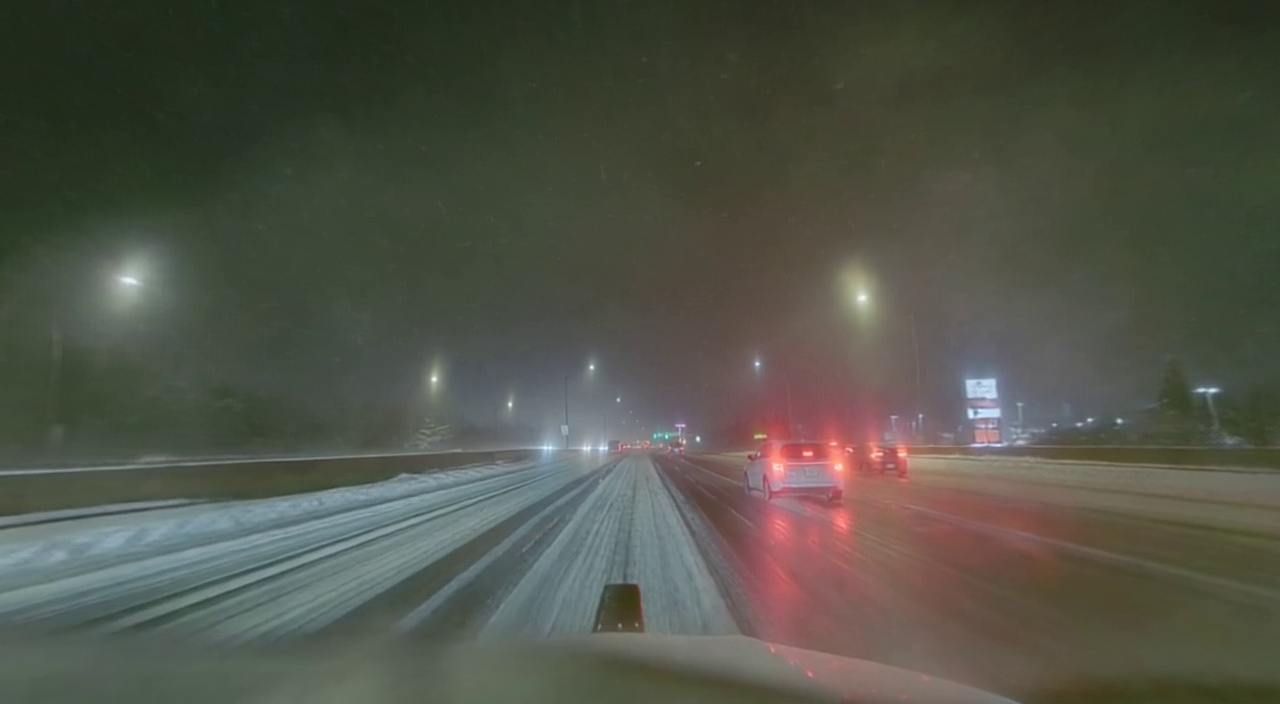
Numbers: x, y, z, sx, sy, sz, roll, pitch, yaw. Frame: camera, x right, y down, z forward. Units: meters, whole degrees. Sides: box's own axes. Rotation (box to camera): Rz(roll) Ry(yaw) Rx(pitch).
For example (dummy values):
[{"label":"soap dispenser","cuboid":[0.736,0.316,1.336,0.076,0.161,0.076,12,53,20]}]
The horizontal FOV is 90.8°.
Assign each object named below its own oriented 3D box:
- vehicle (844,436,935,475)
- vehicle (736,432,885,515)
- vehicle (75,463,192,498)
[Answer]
[{"label":"vehicle","cuboid":[10.487,4.387,26.959,2.019,1.529,4.385,0,-8,-1]},{"label":"vehicle","cuboid":[3.435,2.528,13.634,1.961,1.504,4.094,0,-8,-1]},{"label":"vehicle","cuboid":[-25.280,6.393,31.767,1.973,1.492,4.704,0,-8,0]}]
